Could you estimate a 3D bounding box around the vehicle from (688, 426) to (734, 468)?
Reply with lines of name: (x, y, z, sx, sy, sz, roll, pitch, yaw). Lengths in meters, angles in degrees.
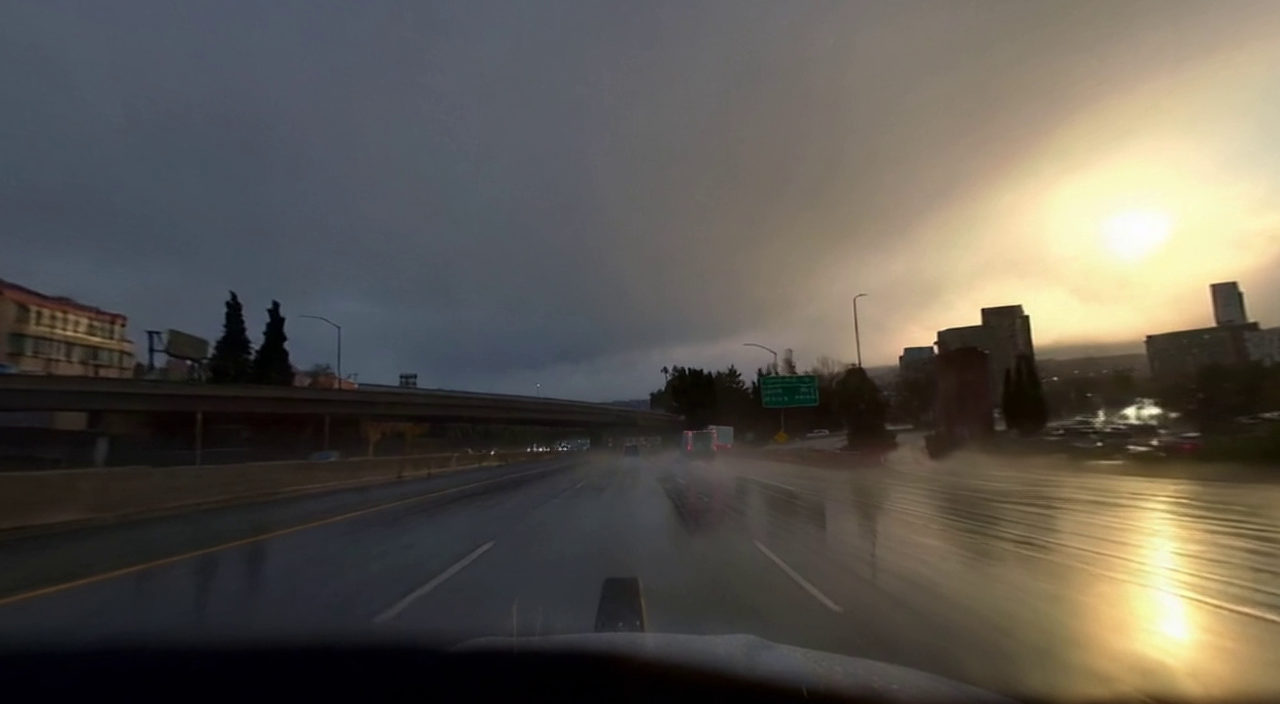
vehicle: (4.759, 6.502, 43.249, 2.576, 2.670, 5.494, 0, -9, 0)

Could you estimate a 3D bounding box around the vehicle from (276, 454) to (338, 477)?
vehicle: (-23.081, 7.841, 43.967, 1.817, 1.472, 4.544, 0, -9, 0)
